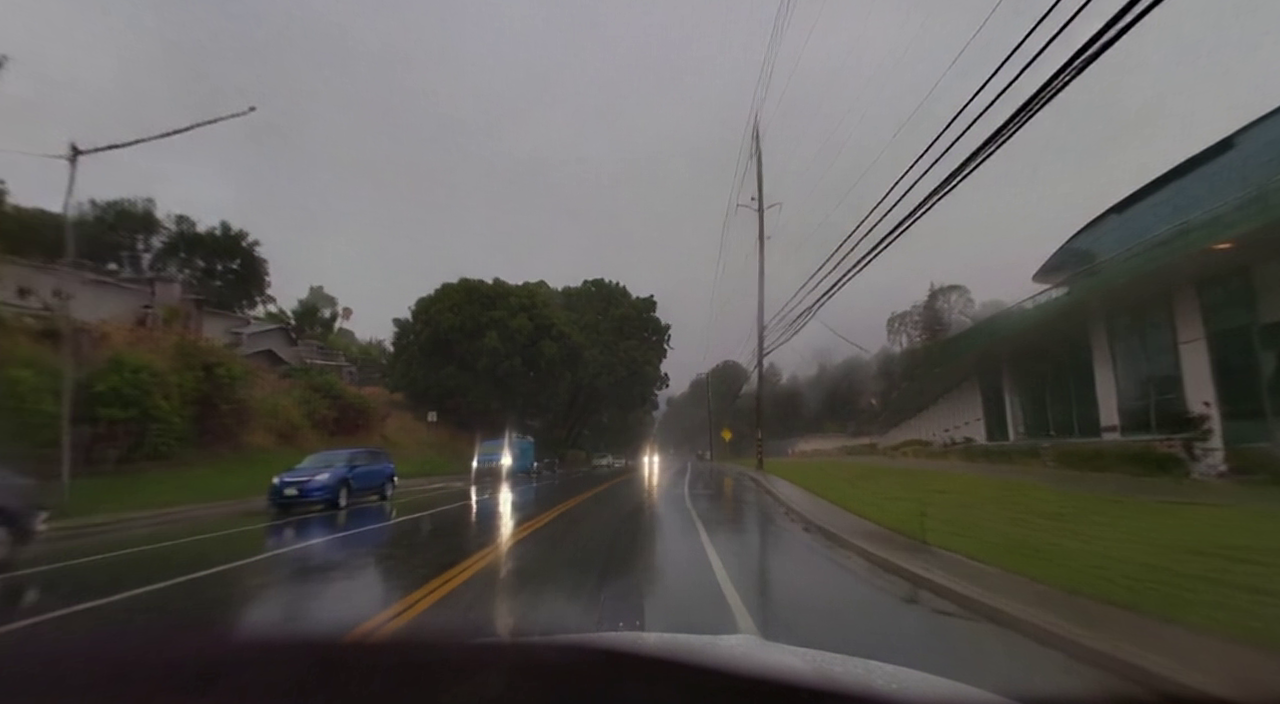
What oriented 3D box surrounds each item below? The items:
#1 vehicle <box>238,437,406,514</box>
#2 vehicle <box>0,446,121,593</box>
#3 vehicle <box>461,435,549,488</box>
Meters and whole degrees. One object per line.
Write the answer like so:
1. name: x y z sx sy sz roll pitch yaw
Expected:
1. vehicle: -7.419 3.006 15.290 1.927 1.542 3.886 -2 -12 2
2. vehicle: -7.657 1.560 5.855 1.840 1.523 4.333 2 -11 2
3. vehicle: -6.003 4.951 28.809 2.295 1.989 5.055 -6 -10 6
